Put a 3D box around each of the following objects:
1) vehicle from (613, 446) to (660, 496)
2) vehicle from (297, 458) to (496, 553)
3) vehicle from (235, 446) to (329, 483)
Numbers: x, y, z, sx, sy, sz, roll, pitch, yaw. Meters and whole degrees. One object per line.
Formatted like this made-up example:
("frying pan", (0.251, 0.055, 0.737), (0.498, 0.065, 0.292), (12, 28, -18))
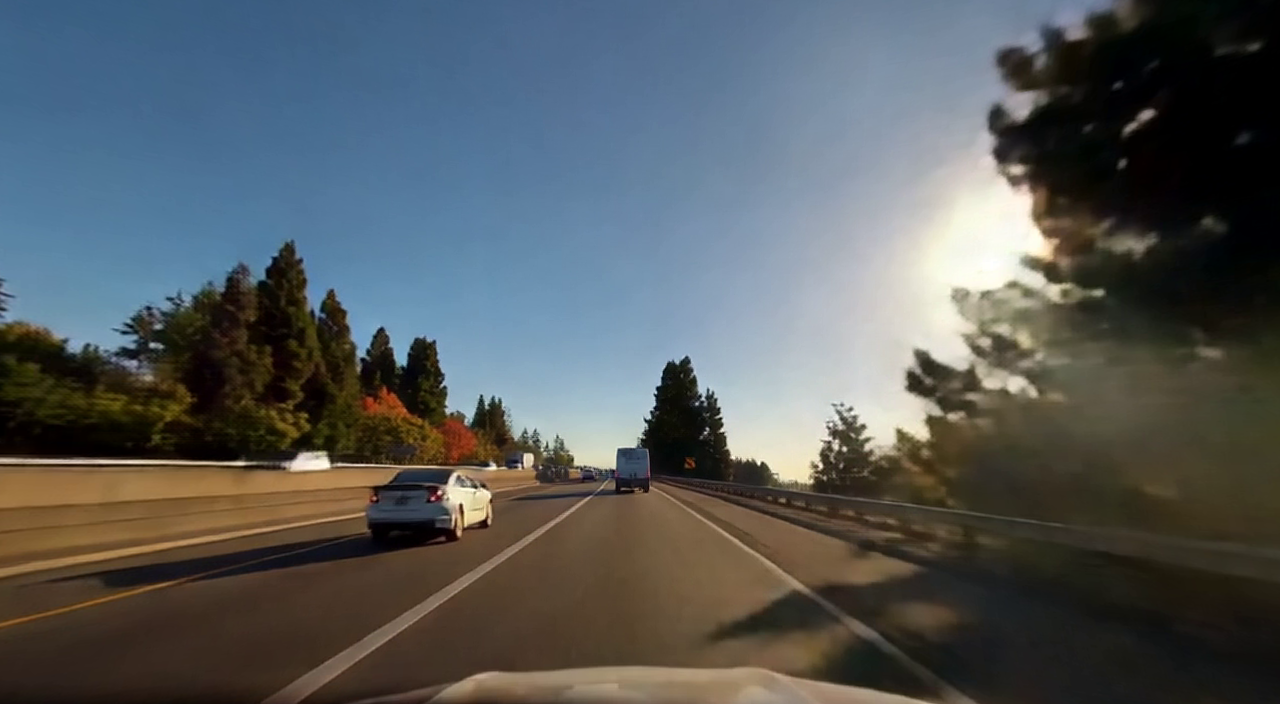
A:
("vehicle", (-0.246, 6.818, 36.072), (2.482, 2.549, 5.447), (1, -11, -1))
("vehicle", (-4.480, 2.923, 12.564), (2.128, 1.491, 4.508), (1, -11, 0))
("vehicle", (-17.453, 5.546, 30.995), (1.905, 1.621, 4.629), (1, -11, -1))
